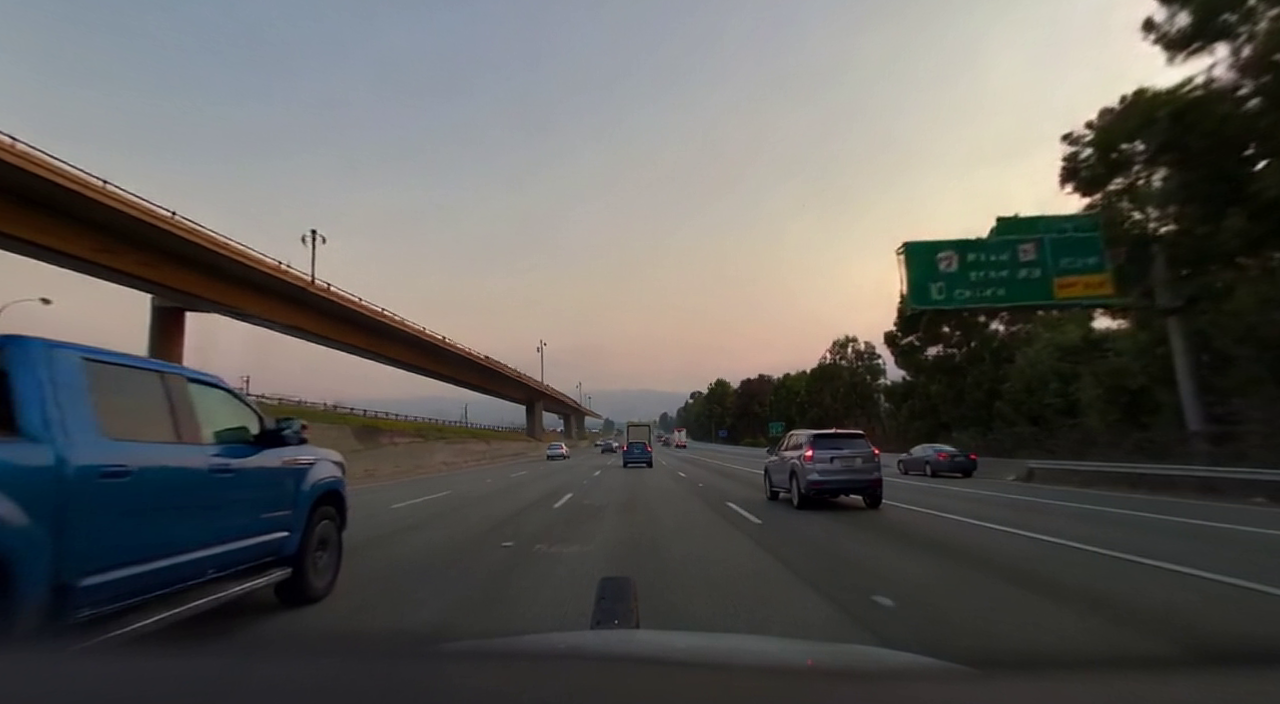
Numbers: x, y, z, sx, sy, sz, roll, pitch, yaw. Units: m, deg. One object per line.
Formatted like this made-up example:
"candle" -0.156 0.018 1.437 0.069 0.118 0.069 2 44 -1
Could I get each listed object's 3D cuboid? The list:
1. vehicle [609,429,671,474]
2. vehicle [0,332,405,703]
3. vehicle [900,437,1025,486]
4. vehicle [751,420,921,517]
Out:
"vehicle" 0.004 4.581 29.145 2.572 1.837 5.693 0 -9 0
"vehicle" -3.657 1.002 3.724 2.535 1.715 5.030 0 -9 1
"vehicle" 10.831 3.697 21.640 1.961 1.480 4.331 0 -9 -1
"vehicle" 3.759 2.319 13.002 2.119 1.653 4.000 0 -9 -1
